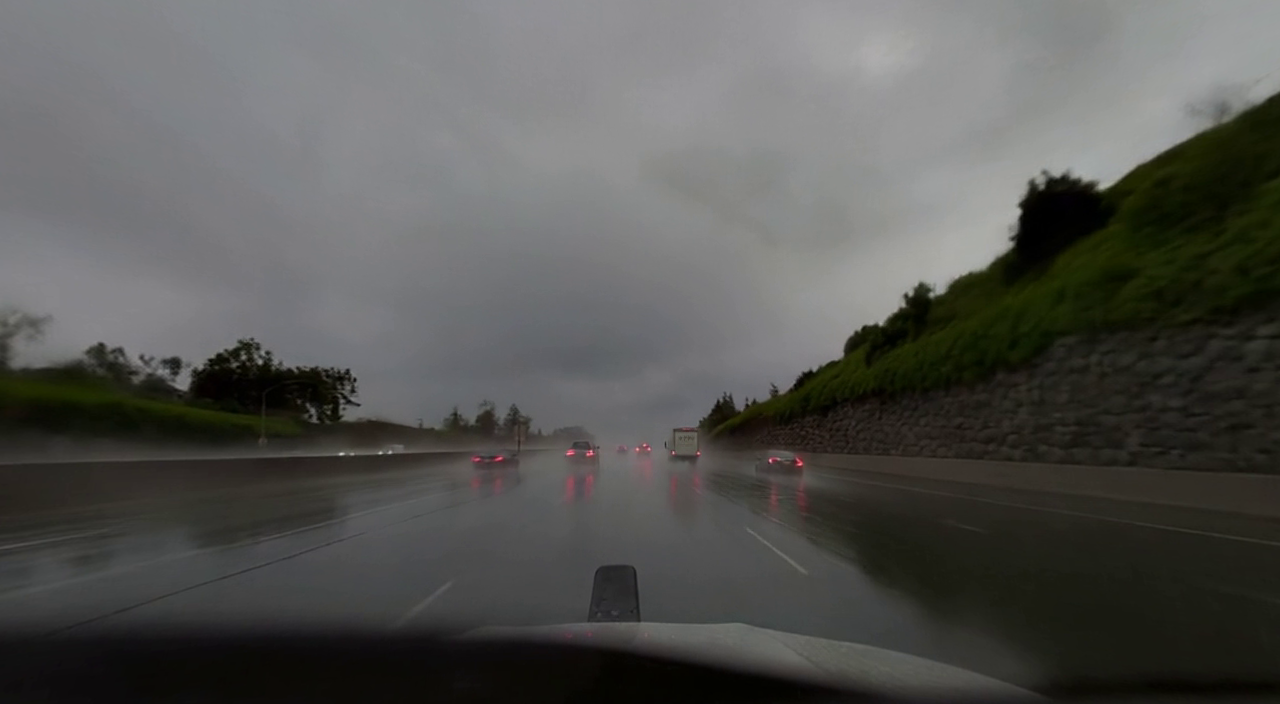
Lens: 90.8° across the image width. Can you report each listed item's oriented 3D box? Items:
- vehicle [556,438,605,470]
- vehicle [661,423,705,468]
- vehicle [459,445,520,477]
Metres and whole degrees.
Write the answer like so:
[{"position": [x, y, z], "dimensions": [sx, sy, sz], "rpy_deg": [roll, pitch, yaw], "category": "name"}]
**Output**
[{"position": [-3.955, 6.945, 43.123], "dimensions": [2.720, 2.041, 5.432], "rpy_deg": [0, -8, 1], "category": "vehicle"}, {"position": [3.168, 7.155, 48.445], "dimensions": [2.795, 3.187, 7.205], "rpy_deg": [0, -8, 0], "category": "vehicle"}, {"position": [-7.852, 5.713, 33.396], "dimensions": [2.102, 1.522, 4.394], "rpy_deg": [0, -8, 0], "category": "vehicle"}]
